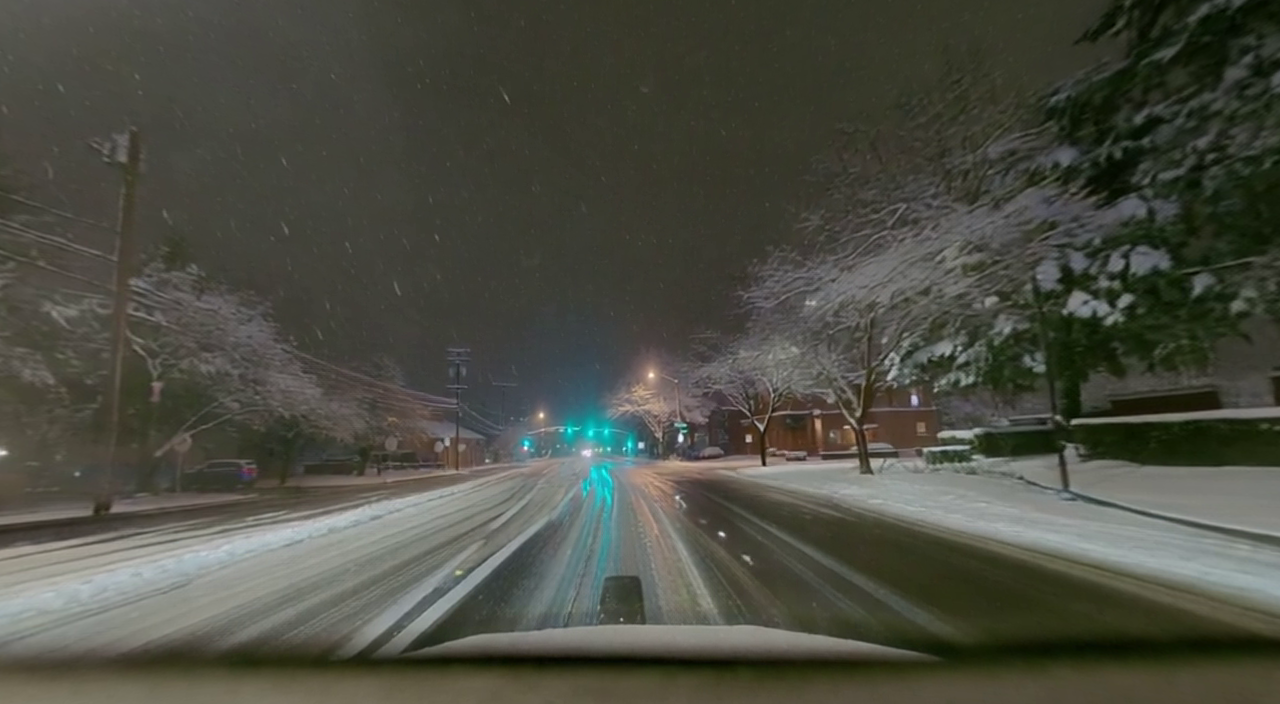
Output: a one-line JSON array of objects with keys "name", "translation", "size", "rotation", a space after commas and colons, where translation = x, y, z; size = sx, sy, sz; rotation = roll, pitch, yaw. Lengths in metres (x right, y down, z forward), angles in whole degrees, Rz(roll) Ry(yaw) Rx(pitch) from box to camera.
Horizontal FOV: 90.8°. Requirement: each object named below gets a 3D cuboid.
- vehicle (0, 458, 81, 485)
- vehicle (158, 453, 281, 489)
[{"name": "vehicle", "translation": [-40.550, 7.949, 42.106], "size": [4.377, 1.654, 2.018], "rotation": [3, -9, -18]}, {"name": "vehicle", "translation": [-24.613, 6.990, 37.195], "size": [5.473, 1.957, 2.253], "rotation": [1, -8, -7]}]
